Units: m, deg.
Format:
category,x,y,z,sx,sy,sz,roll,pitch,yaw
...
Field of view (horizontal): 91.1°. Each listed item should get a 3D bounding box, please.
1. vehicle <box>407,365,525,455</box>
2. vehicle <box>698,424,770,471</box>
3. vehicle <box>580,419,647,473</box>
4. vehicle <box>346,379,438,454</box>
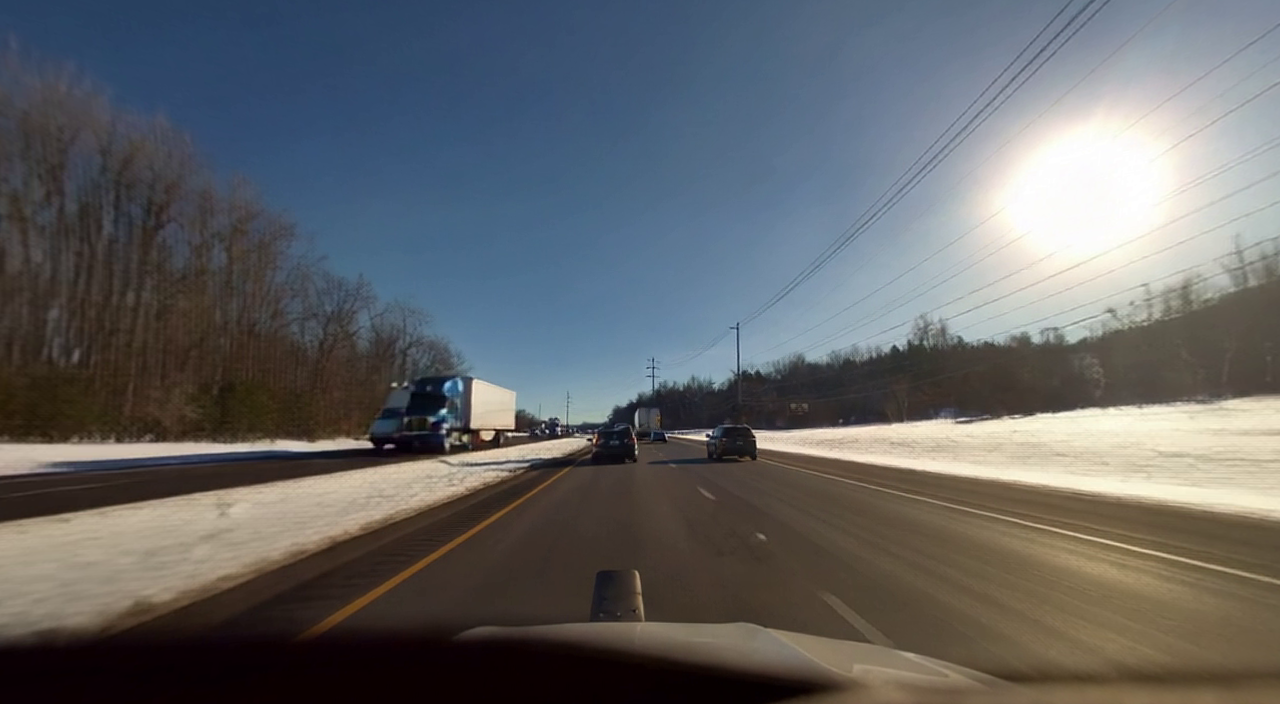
category,x,y,z,sx,sy,sz,roll,pitch,yaw
vehicle,-9.151,3.554,35.508,2.975,4.091,13.887,0,-8,-1
vehicle,3.425,3.577,23.764,2.062,1.581,3.914,0,-8,-1
vehicle,-0.874,3.260,22.192,2.134,1.710,4.049,0,-7,-1
vehicle,-14.047,3.793,36.235,2.973,3.971,6.106,0,-8,-2
